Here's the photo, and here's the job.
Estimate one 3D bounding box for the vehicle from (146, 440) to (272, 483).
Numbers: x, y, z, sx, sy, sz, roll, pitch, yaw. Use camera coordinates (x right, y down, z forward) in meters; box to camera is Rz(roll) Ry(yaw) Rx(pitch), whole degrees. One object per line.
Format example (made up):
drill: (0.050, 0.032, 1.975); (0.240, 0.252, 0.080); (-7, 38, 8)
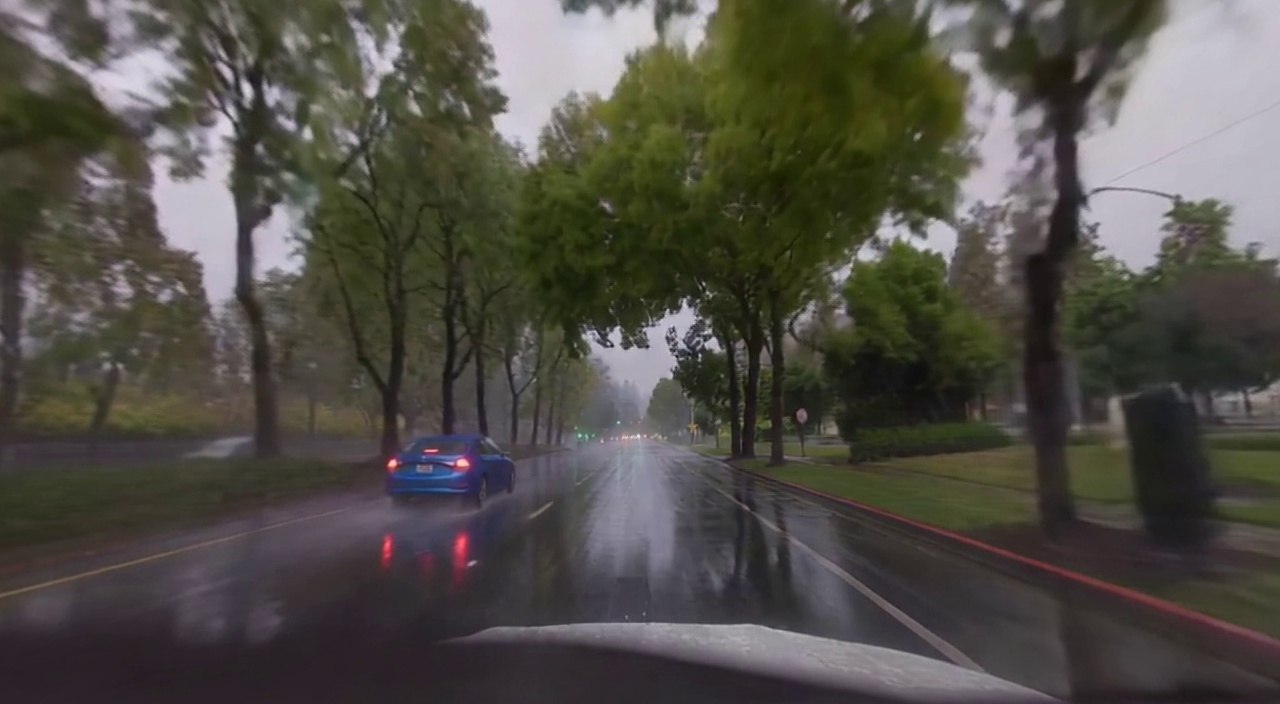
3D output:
vehicle: (-18.571, 4.702, 27.488); (2.153, 1.703, 4.599); (0, -8, 0)

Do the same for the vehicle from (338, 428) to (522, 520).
vehicle: (-3.827, 2.310, 12.516); (2.033, 1.454, 4.512); (0, -8, 1)
